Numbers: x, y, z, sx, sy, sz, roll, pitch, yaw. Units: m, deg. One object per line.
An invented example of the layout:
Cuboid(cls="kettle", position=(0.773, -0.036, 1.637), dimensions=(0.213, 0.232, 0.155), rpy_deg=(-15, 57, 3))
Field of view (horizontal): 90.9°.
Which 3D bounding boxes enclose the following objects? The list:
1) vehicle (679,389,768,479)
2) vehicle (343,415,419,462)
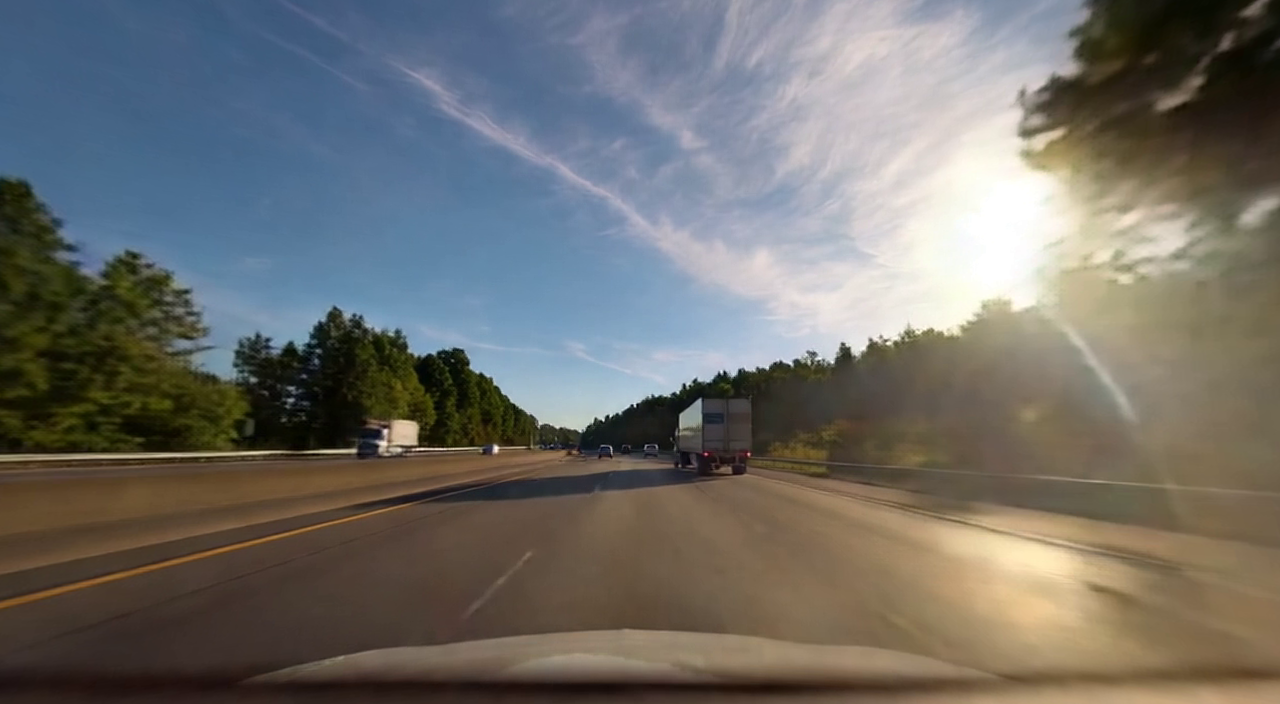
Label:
Cuboid(cls="vehicle", position=(4.147, 4.701, 34.892), dimensions=(2.950, 4.033, 13.276), rpy_deg=(0, -9, -1))
Cuboid(cls="vehicle", position=(-19.724, 6.722, 48.511), dimensions=(2.679, 3.356, 7.493), rpy_deg=(0, -9, 0))
